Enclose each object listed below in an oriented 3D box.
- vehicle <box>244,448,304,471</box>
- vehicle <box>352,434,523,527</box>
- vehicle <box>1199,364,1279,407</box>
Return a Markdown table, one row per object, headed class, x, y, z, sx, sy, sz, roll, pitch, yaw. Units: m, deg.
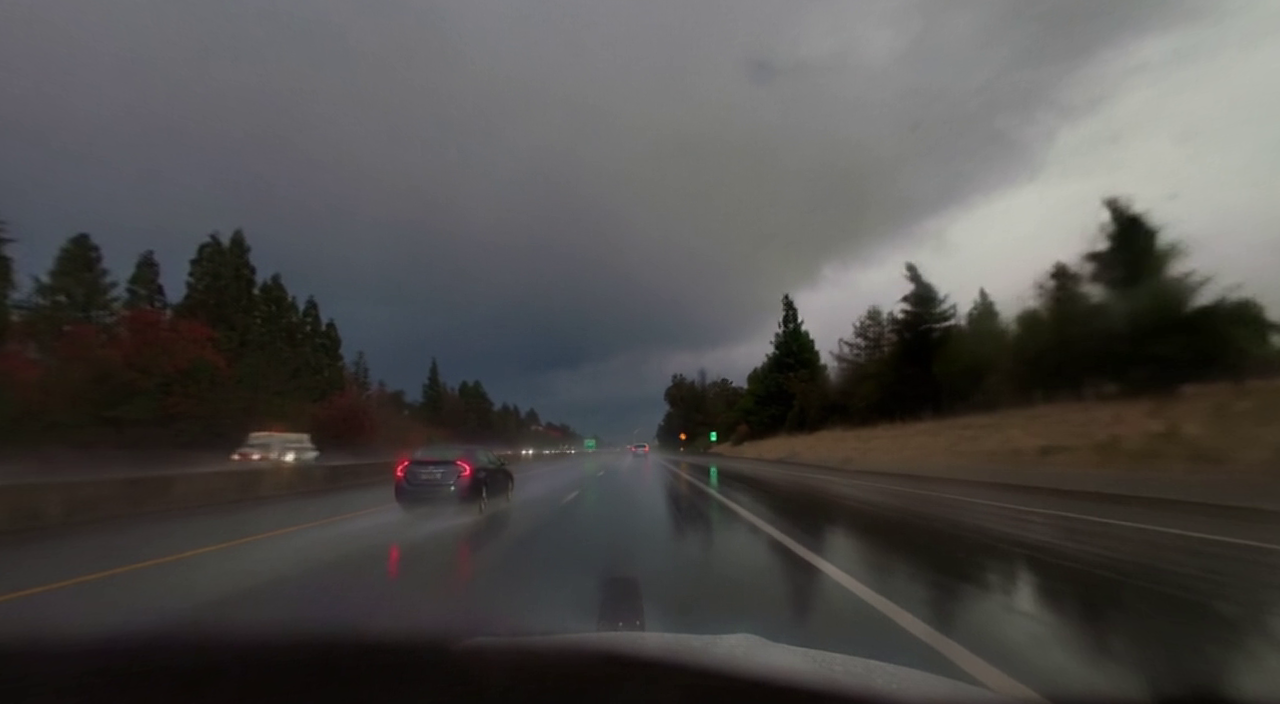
| class | x | y | z | sx | sy | sz | roll | pitch | yaw |
| --- | --- | --- | --- | --- | --- | --- | --- | --- | --- |
| vehicle | -28.447 | 8.346 | 49.268 | 1.895 | 1.645 | 4.647 | 0 | -8 | 0 |
| vehicle | -3.819 | 2.490 | 12.853 | 2.050 | 1.547 | 4.266 | 0 | -8 | 0 |
| vehicle | 31.389 | 1.717 | 31.817 | 2.014 | 1.774 | 4.550 | 1 | -9 | -5 |
